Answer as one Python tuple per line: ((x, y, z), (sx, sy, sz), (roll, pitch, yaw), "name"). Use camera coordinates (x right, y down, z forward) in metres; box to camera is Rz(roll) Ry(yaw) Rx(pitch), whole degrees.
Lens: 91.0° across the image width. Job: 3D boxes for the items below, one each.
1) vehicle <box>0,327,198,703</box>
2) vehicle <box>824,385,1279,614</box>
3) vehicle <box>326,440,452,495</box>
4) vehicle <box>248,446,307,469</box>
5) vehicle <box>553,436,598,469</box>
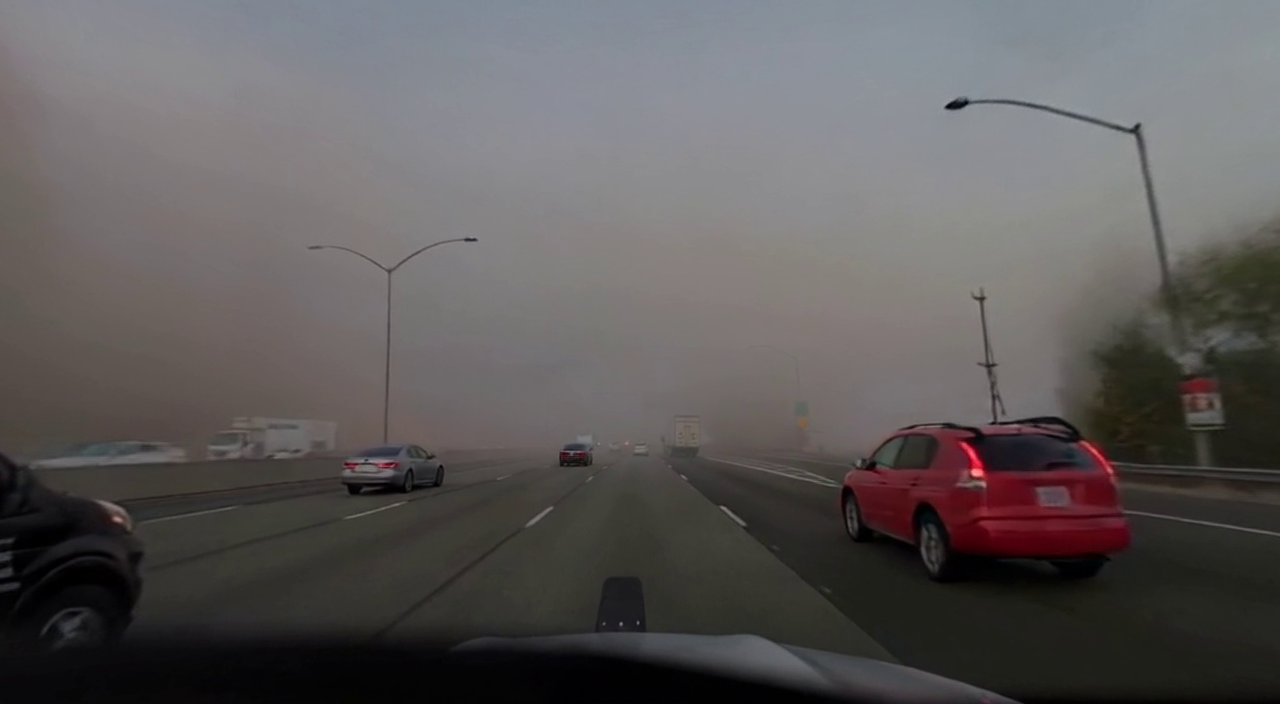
((-4.095, 0.600, 1.468), (2.215, 1.859, 5.375), (0, -9, 0), "vehicle")
((3.779, 1.411, 6.921), (2.124, 1.674, 4.494), (0, -9, 0), "vehicle")
((-7.534, 3.496, 19.480), (2.050, 1.487, 4.372), (0, -9, 1), "vehicle")
((-24.539, 7.126, 42.770), (1.701, 1.502, 3.768), (0, -9, 1), "vehicle")
((-3.509, 5.569, 35.089), (2.017, 1.683, 4.094), (0, -9, 0), "vehicle")
